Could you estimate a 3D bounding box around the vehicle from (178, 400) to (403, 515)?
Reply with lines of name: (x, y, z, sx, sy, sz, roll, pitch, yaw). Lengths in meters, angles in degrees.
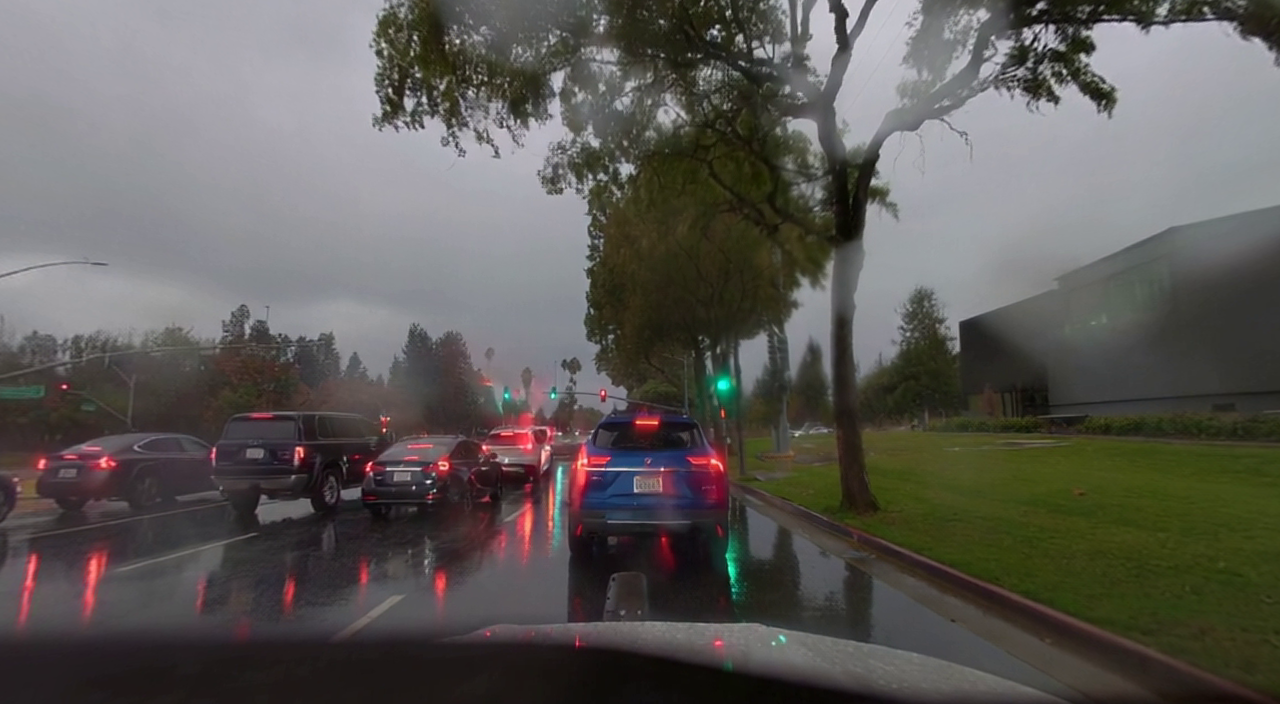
vehicle: (-7.403, 2.326, 14.262, 2.195, 2.093, 5.185, 0, -9, -1)

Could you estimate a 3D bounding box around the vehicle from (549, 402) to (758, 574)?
vehicle: (0.108, 1.656, 8.428, 2.055, 1.681, 4.270, 0, -9, -1)

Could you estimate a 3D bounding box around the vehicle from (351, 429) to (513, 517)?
vehicle: (-4.088, 2.437, 13.239, 1.942, 1.523, 4.212, 0, -9, 0)

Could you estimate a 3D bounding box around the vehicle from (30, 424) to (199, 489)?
vehicle: (-17.685, 3.534, 21.625, 2.136, 1.976, 4.342, 0, -9, -4)
